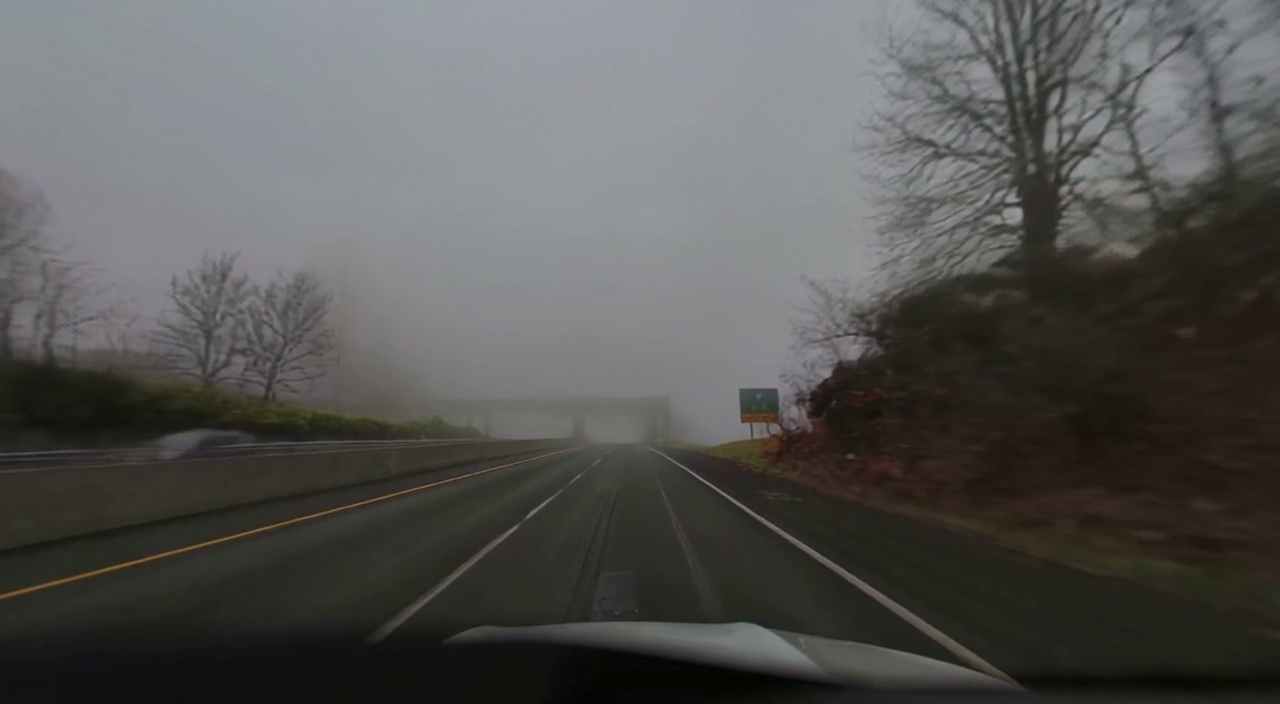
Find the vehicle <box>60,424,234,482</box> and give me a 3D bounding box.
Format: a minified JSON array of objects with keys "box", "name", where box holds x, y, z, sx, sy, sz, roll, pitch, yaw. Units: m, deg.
[{"box":[-14.092,2.893,18.302,1.827,1.488,3.918,0,-8,1],"name":"vehicle"}]
